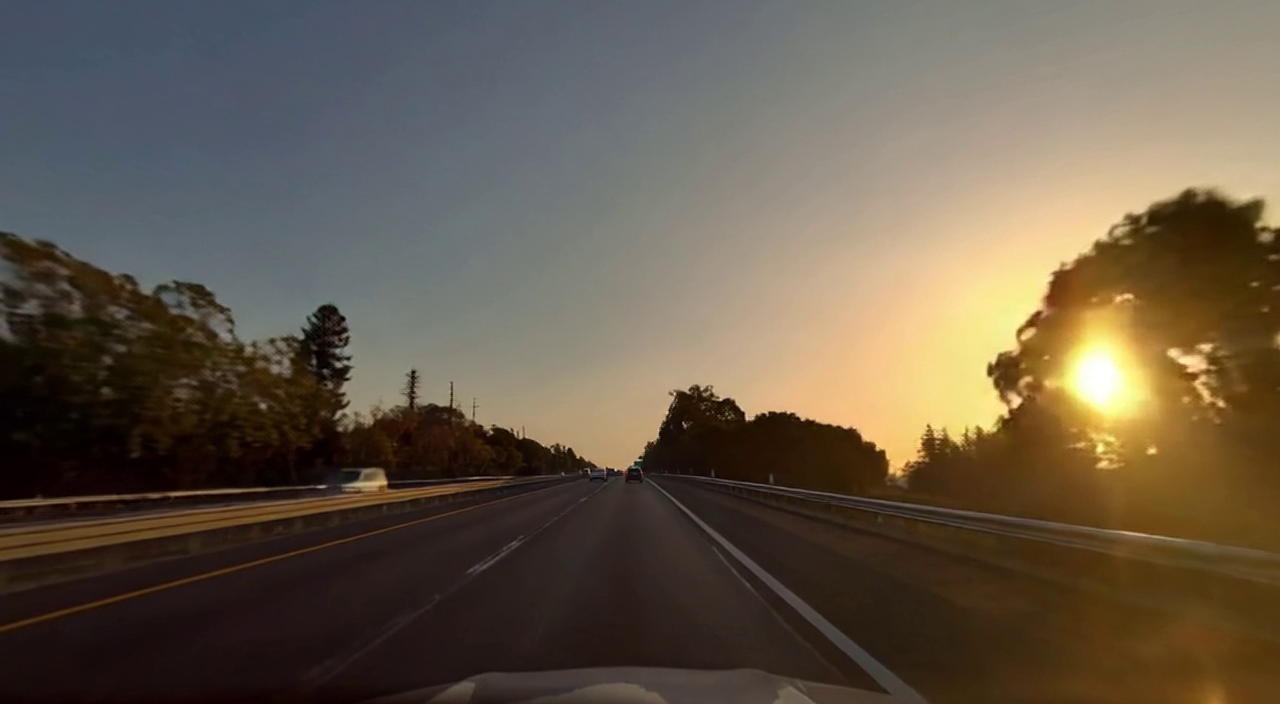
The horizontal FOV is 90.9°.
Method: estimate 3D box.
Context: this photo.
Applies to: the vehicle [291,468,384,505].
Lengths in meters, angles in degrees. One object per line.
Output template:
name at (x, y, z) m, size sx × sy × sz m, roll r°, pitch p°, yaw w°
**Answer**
vehicle at (-13.056, 5.819, 27.506) m, size 1.836 × 1.402 × 4.361 m, roll 1°, pitch -11°, yaw 0°
